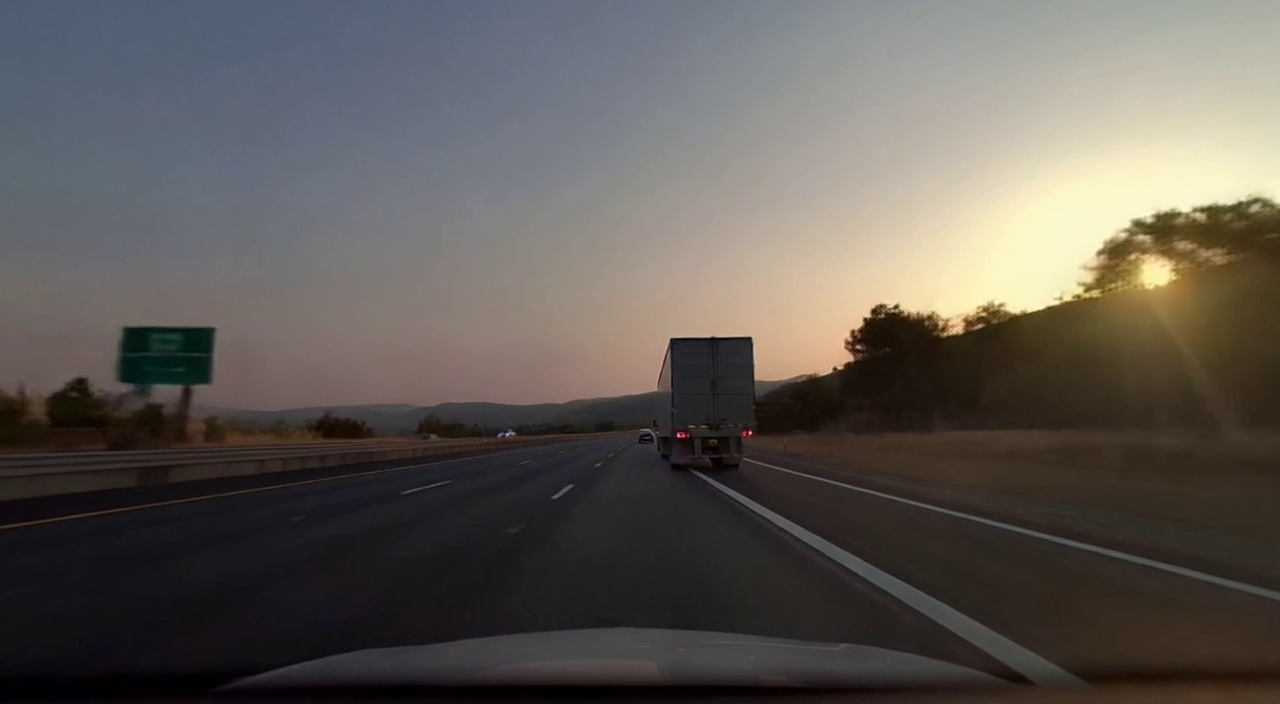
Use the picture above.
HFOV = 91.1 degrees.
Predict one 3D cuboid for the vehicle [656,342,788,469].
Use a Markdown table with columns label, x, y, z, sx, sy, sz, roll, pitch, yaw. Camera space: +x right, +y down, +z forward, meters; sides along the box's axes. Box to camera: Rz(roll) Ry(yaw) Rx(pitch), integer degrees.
| label | x | y | z | sx | sy | sz | roll | pitch | yaw |
| --- | --- | --- | --- | --- | --- | --- | --- | --- | --- |
| vehicle | 2.531 | 2.357 | 24.377 | 3.446 | 3.698 | 12.089 | 0 | -8 | 0 |
